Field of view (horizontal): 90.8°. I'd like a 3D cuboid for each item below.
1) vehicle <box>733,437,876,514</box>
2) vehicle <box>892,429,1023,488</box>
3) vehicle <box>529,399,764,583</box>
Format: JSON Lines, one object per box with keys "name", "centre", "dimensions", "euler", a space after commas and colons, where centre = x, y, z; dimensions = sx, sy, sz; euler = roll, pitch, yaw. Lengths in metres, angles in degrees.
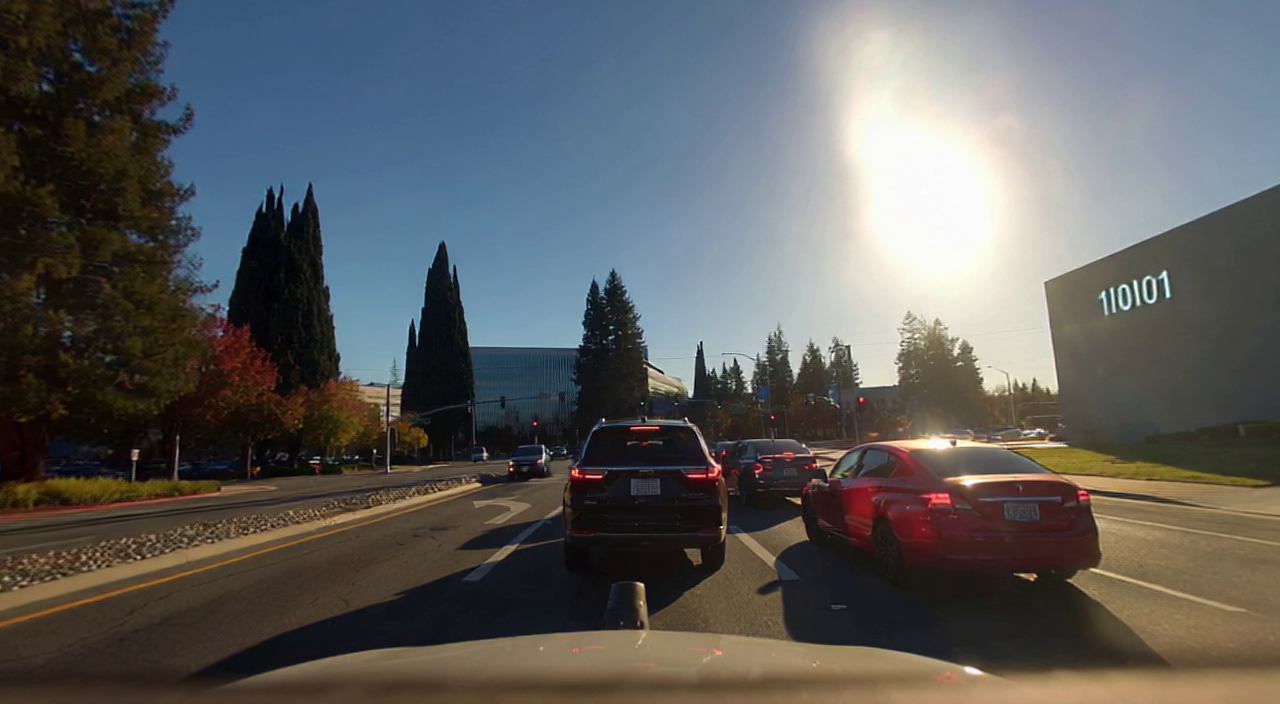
{"name": "vehicle", "centre": [3.497, 2.718, 14.408], "dimensions": [1.997, 1.471, 4.321], "euler": [0, -9, -1]}
{"name": "vehicle", "centre": [10.865, 3.696, 22.132], "dimensions": [2.123, 1.812, 4.553], "euler": [0, -9, -1]}
{"name": "vehicle", "centre": [0.061, 1.659, 8.261], "dimensions": [2.266, 1.762, 4.131], "euler": [0, -9, 0]}
